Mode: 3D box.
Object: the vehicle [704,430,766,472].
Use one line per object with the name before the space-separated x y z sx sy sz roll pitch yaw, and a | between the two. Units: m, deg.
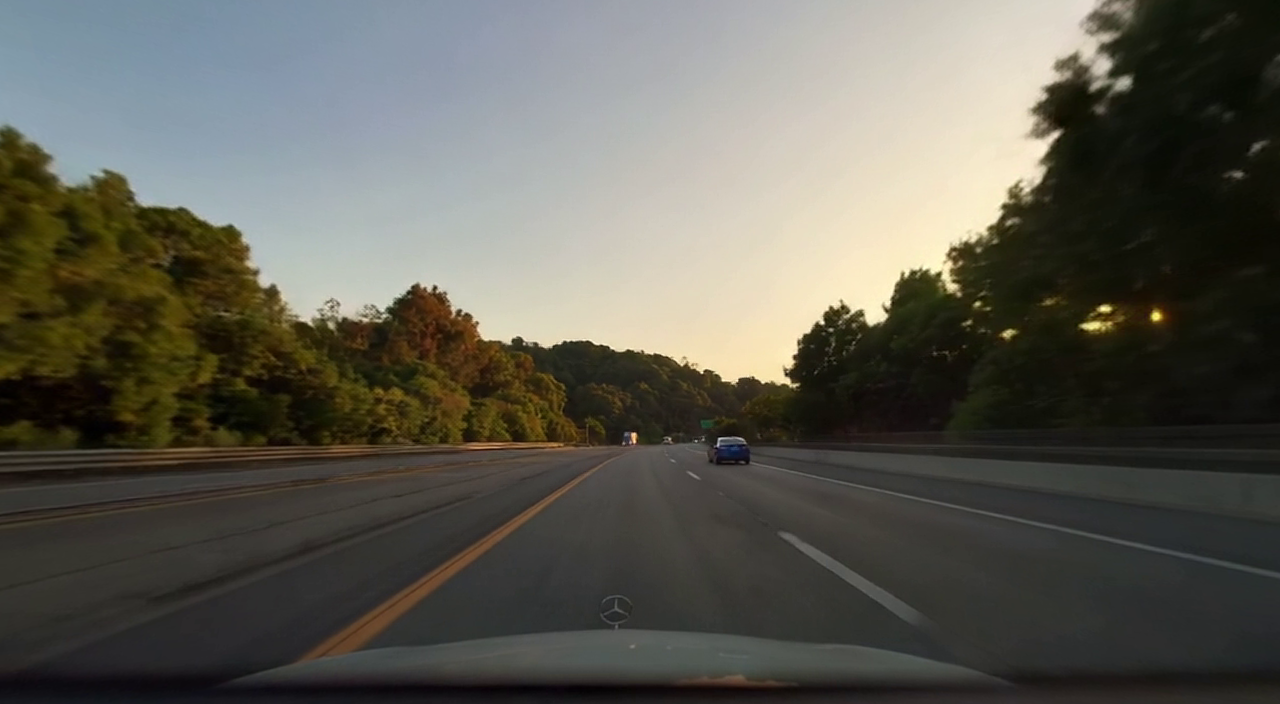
vehicle | 4.076 4.300 27.634 2.022 1.663 4.245 0 -8 0
